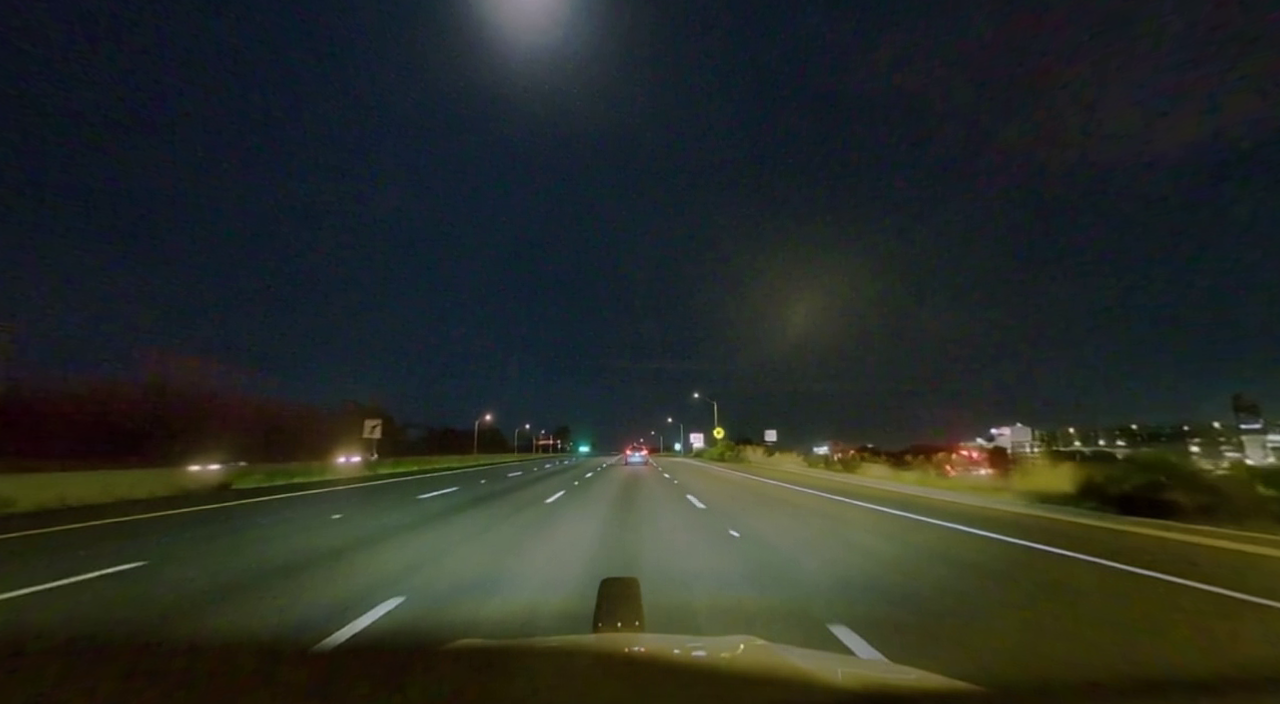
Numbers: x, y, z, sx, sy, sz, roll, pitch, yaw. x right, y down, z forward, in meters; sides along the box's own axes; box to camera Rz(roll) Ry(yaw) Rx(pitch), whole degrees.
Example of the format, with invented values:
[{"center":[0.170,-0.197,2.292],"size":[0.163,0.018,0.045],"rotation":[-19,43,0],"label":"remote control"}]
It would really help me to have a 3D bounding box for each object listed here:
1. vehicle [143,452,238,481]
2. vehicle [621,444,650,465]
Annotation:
[{"center":[-25.832,6.556,36.555],"size":[1.939,1.501,4.767],"rotation":[0,-9,0],"label":"vehicle"},{"center":[-0.365,7.506,46.381],"size":[2.025,1.460,4.189],"rotation":[0,-9,-1],"label":"vehicle"}]
